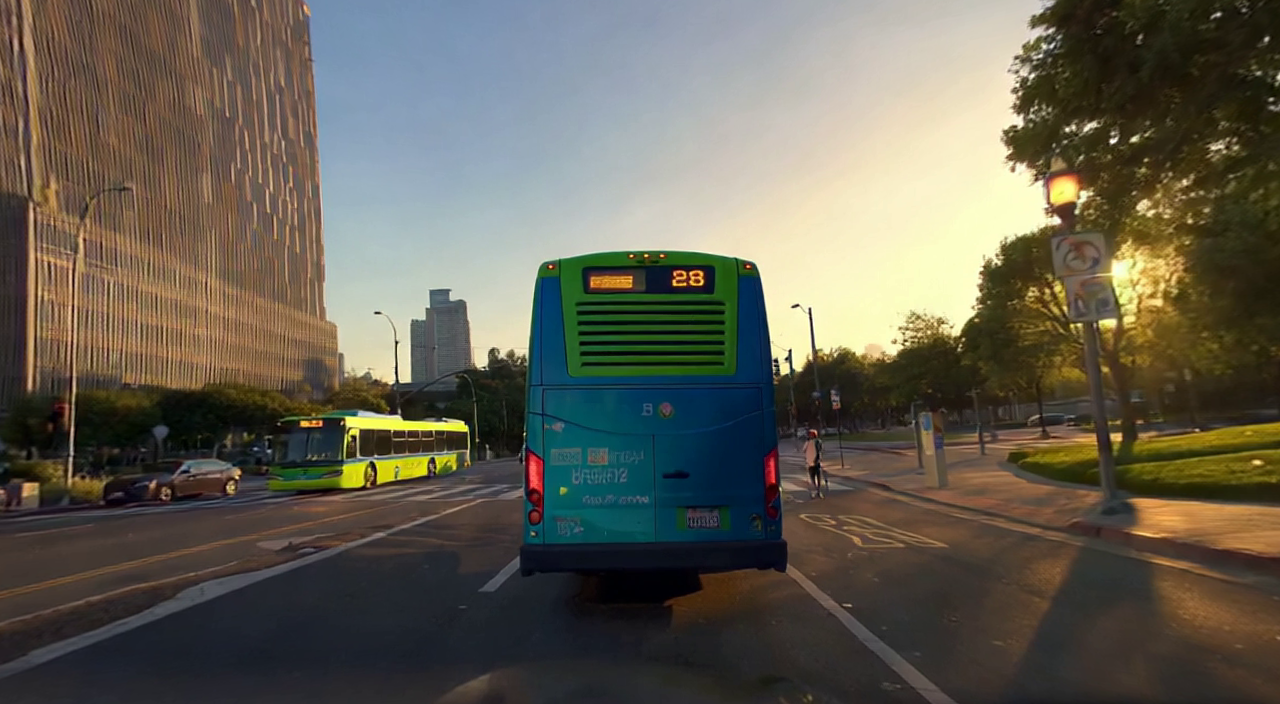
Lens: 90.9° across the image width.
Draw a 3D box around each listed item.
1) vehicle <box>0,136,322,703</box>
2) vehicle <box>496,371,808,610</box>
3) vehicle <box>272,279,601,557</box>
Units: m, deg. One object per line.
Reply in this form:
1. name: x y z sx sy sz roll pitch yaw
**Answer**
1. vehicle: -2.752 0.316 0.191 2.329 2.089 5.659 0 -9 0
2. vehicle: 0.123 1.437 7.294 2.500 1.912 4.270 0 -9 1
3. vehicle: -2.901 1.791 14.625 3.042 3.445 13.615 0 -9 0
